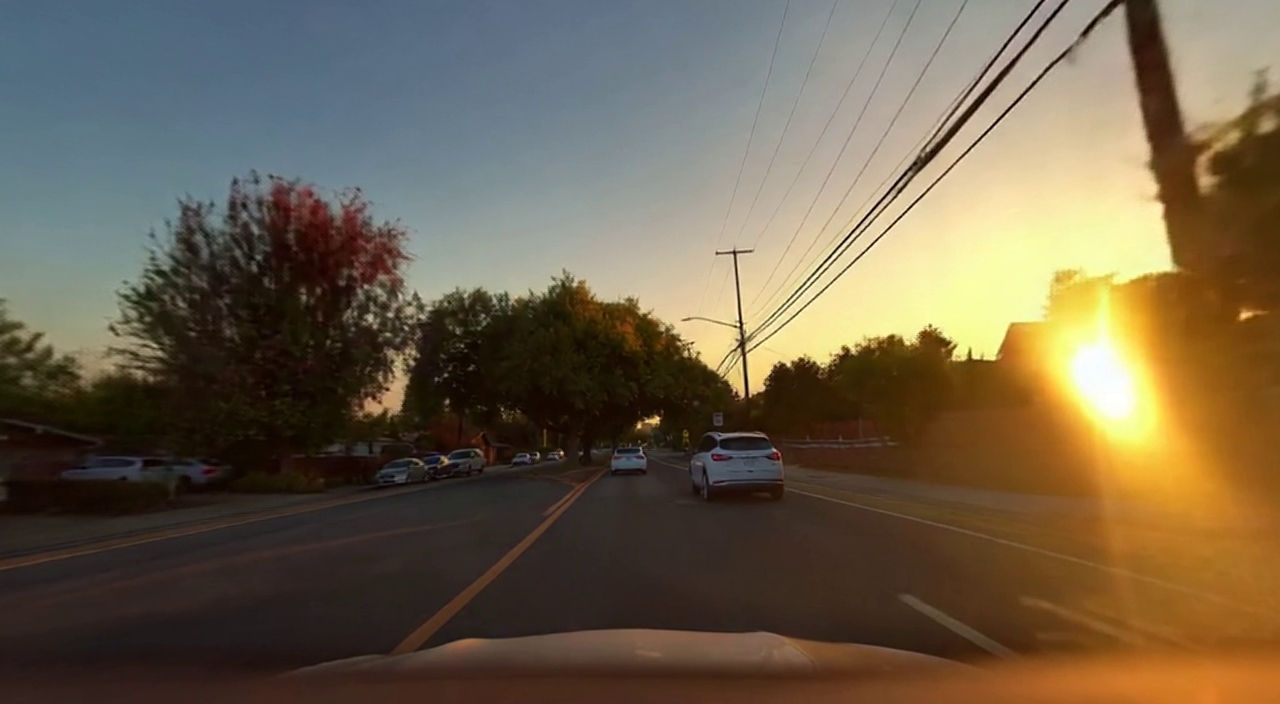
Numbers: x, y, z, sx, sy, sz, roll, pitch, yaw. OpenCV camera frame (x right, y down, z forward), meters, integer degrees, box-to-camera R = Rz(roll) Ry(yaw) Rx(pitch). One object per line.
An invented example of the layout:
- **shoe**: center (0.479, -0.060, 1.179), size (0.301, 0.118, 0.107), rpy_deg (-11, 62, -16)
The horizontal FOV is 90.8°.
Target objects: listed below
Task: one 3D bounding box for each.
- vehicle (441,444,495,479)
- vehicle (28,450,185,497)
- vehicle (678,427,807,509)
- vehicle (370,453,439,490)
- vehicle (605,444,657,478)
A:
- **vehicle**: center (-12.390, 7.850, 45.786), size (2.504, 2.031, 5.237), rpy_deg (-8, -8, -4)
- **vehicle**: center (-21.054, 4.776, 25.089), size (4.240, 1.717, 2.043), rpy_deg (0, -9, -2)
- **vehicle**: center (2.380, 2.872, 16.150), size (2.200, 1.763, 4.676), rpy_deg (1, -8, -4)
- **vehicle**: center (-12.327, 6.245, 33.372), size (2.044, 1.534, 4.554), rpy_deg (-5, -8, -2)
- **vehicle**: center (-0.413, 4.946, 28.942), size (2.196, 1.449, 4.006), rpy_deg (0, -8, -1)
